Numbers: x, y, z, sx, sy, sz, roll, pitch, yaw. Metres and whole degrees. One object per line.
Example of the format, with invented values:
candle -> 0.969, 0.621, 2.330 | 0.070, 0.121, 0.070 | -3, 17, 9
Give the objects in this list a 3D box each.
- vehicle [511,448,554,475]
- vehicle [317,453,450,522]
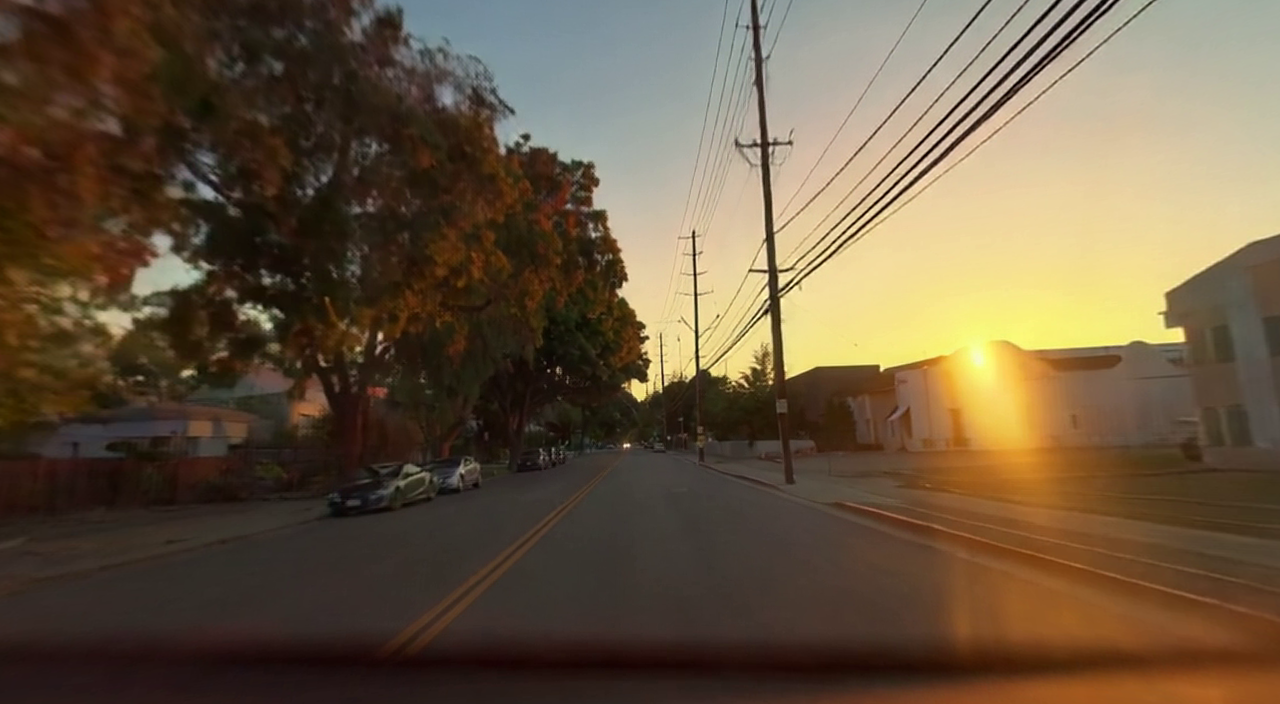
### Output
vehicle -> -6.736, 6.914, 39.977 | 1.887, 1.460, 4.444 | -4, -8, 0
vehicle -> -6.672, 3.512, 16.979 | 1.815, 1.402, 4.559 | -4, -8, -2
